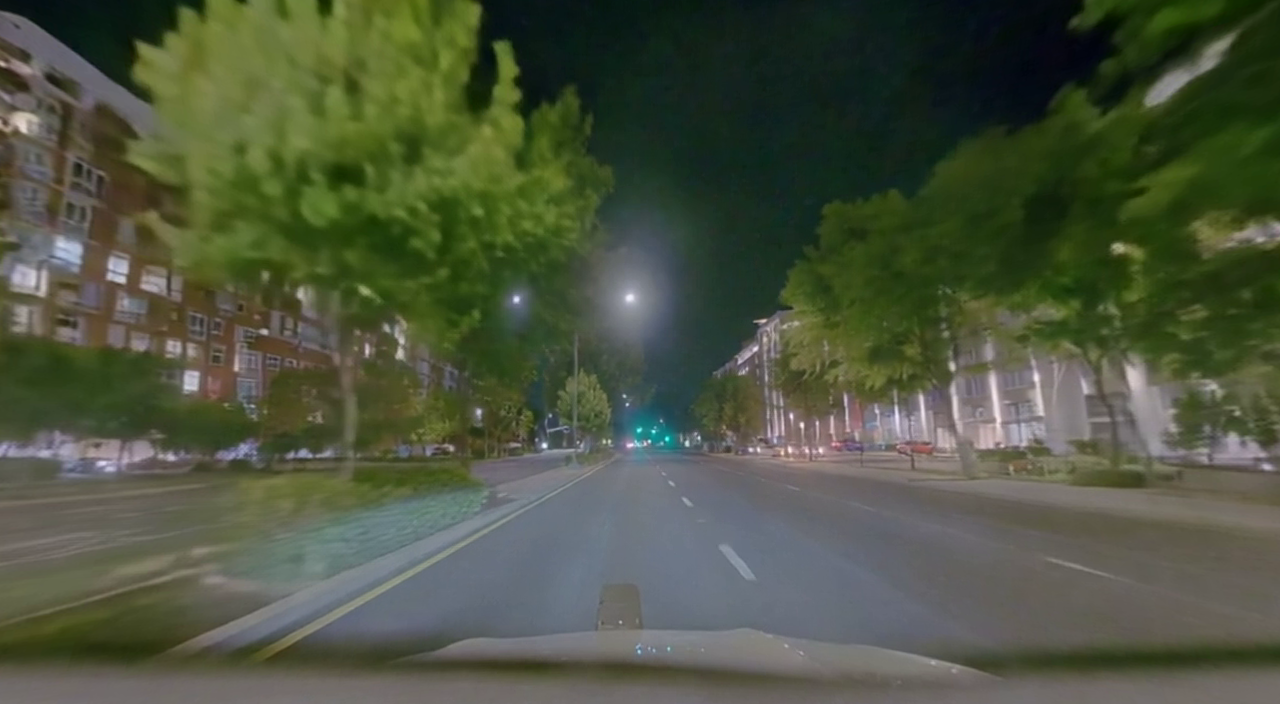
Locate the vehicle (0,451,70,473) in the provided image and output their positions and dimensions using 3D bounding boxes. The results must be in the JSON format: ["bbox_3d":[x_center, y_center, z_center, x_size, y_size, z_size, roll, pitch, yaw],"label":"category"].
[{"bbox_3d":[-43.165,7.780,44.687,1.766,1.435,4.268,0,-9,-1],"label":"vehicle"}]

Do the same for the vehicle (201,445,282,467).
[{"bbox_3d":[-29.785,7.762,47.269,4.693,1.572,1.999,0,-9,0],"label":"vehicle"}]

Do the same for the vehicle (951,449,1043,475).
[{"bbox_3d":[20.082,6.184,35.646,3.975,1.387,1.914,0,-9,-2],"label":"vehicle"}]
